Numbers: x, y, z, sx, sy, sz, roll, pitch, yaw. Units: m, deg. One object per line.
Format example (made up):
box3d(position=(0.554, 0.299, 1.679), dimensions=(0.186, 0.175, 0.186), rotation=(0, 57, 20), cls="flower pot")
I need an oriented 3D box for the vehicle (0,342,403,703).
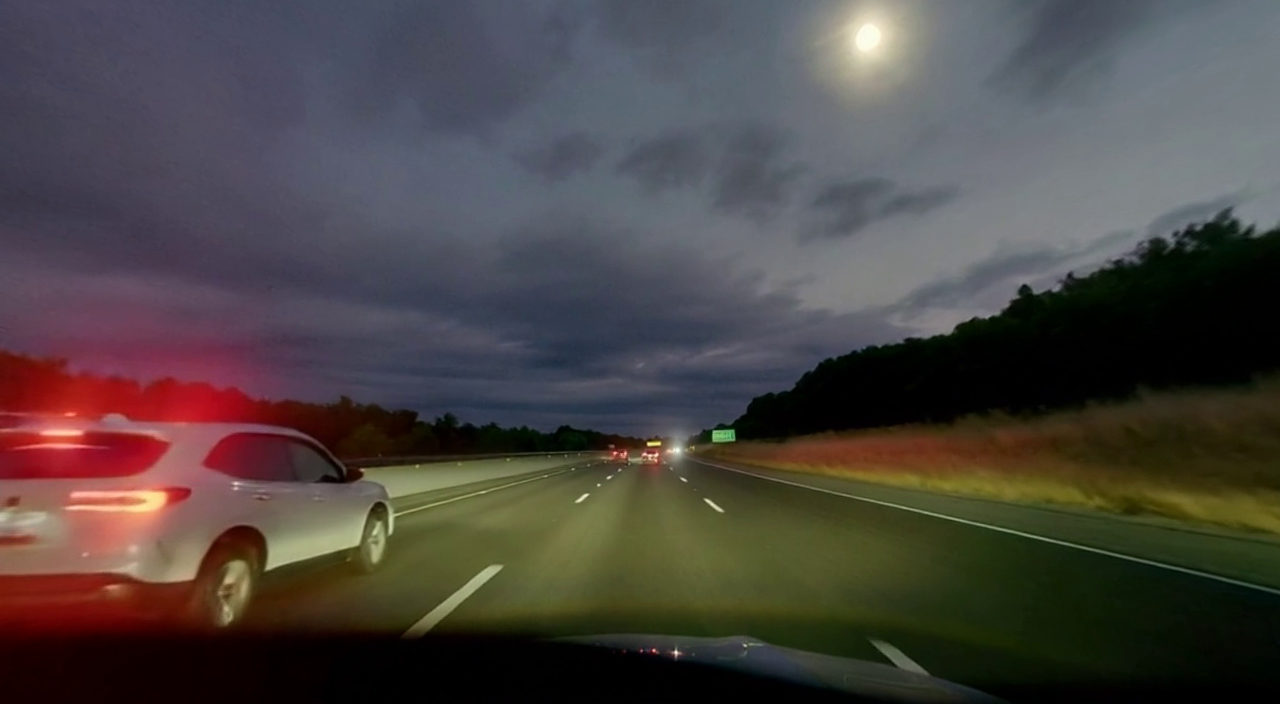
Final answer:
box3d(position=(-3.298, 1.064, 3.785), dimensions=(2.043, 1.689, 4.314), rotation=(0, -9, 0), cls="vehicle")
